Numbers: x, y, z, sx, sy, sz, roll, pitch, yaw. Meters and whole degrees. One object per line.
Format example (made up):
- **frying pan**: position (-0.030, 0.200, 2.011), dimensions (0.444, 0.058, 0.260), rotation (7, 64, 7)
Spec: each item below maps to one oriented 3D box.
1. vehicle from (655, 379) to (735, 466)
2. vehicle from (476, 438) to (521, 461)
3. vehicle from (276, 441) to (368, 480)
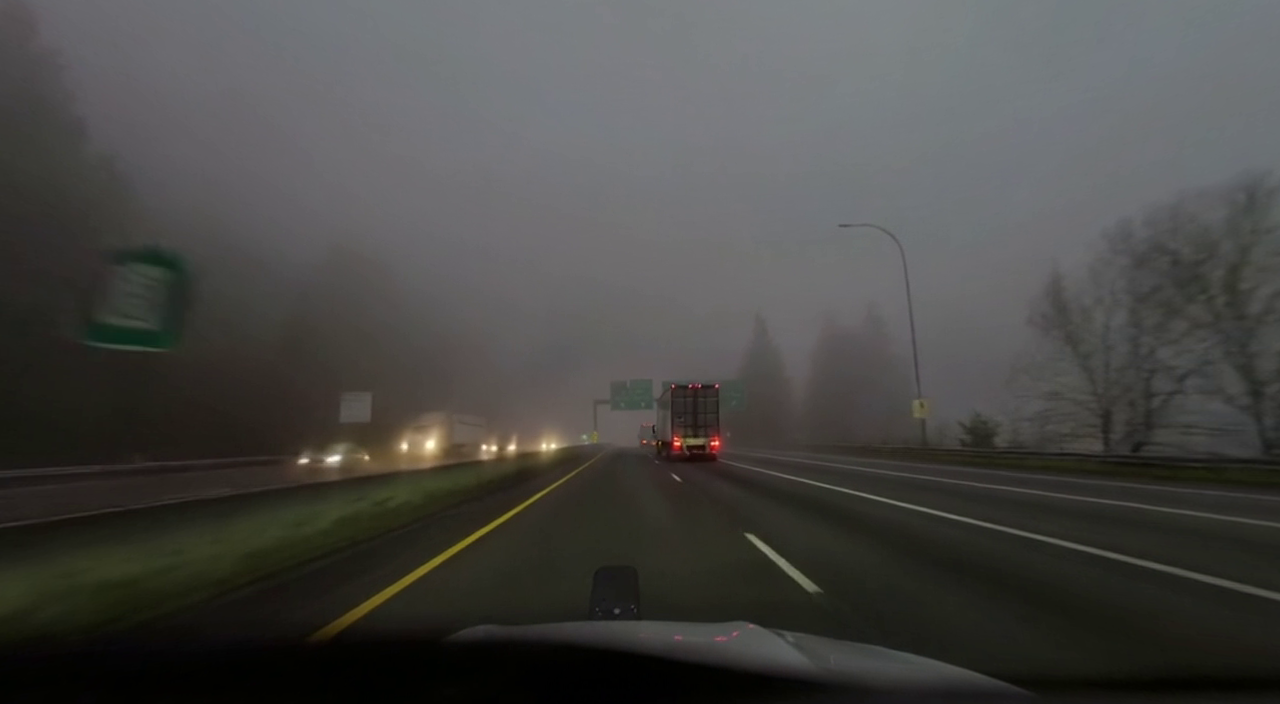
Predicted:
- **vehicle**: position (2.714, 4.136, 35.940), dimensions (2.954, 3.995, 13.335), rotation (0, -8, -2)
- **vehicle**: position (-9.529, 6.582, 42.810), dimensions (2.015, 1.471, 4.662), rotation (0, -8, -1)
- **vehicle**: position (-13.194, 4.508, 26.438), dimensions (1.938, 1.457, 3.812), rotation (0, -8, -1)
